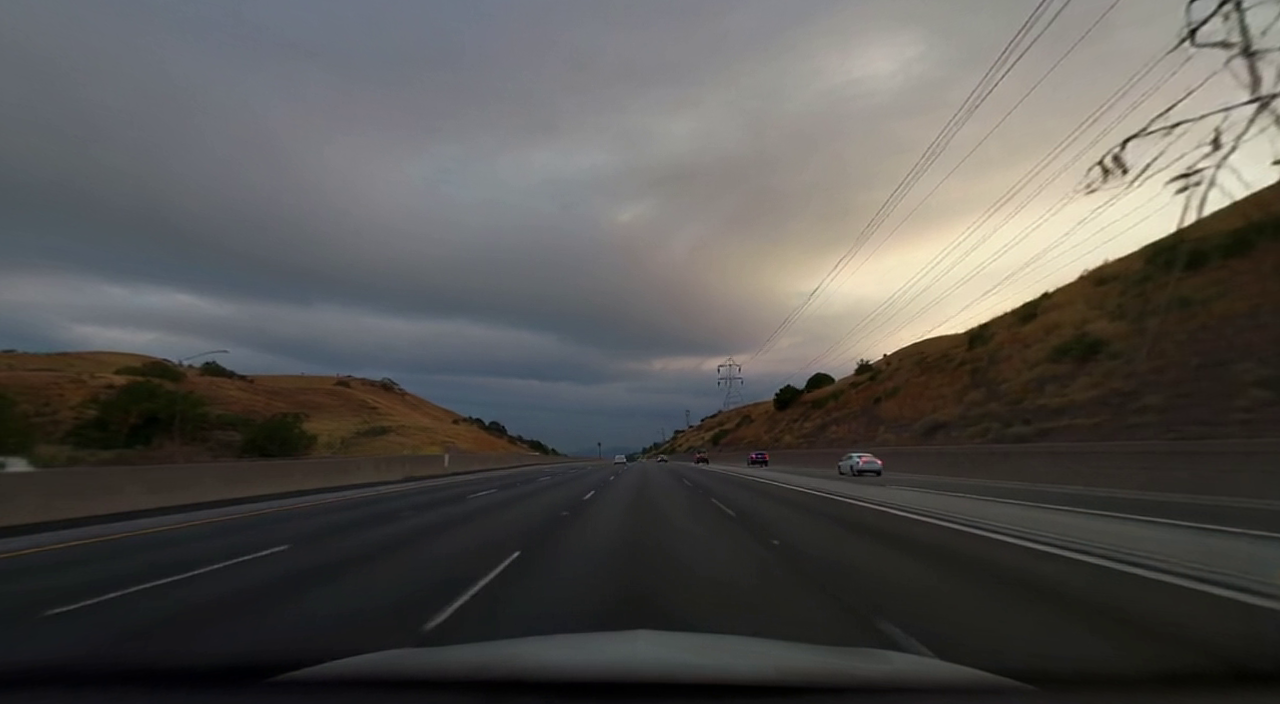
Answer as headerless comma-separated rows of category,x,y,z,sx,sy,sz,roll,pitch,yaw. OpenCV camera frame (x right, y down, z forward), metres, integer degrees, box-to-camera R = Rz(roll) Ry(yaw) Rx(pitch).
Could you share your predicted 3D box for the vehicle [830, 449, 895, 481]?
vehicle,11.488,5.826,32.743,1.884,1.486,3.770,0,-9,-2
